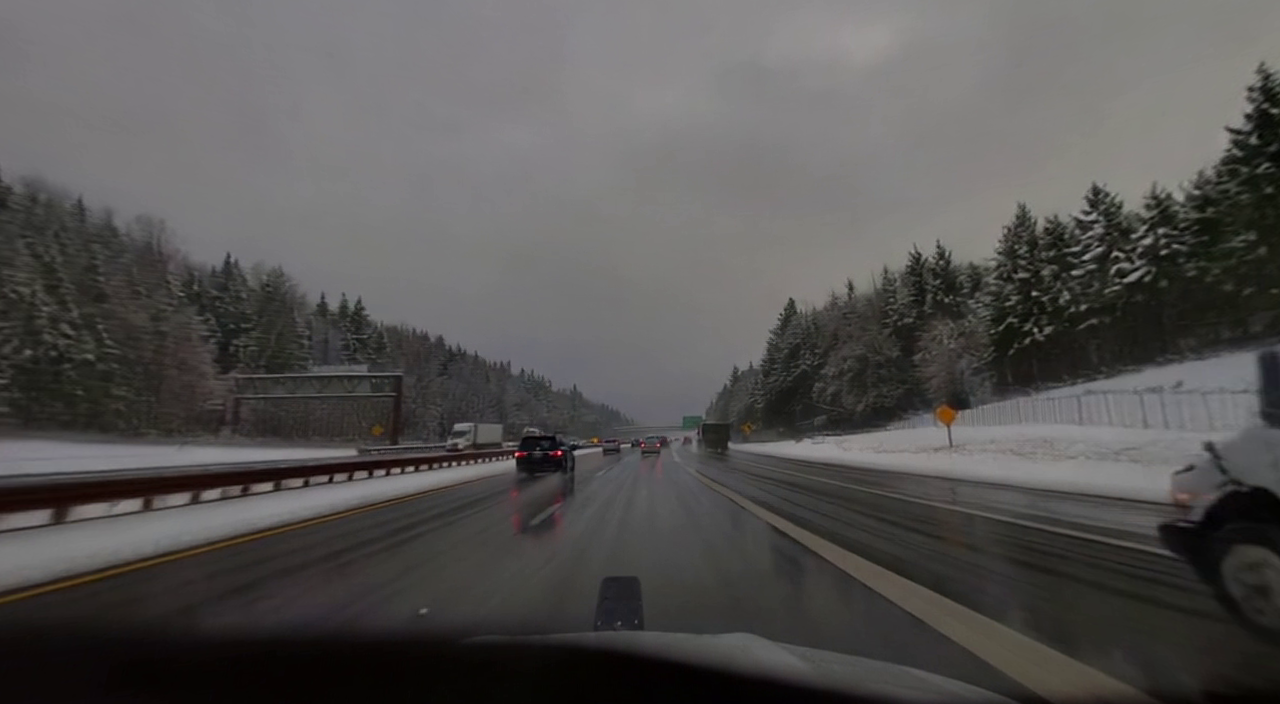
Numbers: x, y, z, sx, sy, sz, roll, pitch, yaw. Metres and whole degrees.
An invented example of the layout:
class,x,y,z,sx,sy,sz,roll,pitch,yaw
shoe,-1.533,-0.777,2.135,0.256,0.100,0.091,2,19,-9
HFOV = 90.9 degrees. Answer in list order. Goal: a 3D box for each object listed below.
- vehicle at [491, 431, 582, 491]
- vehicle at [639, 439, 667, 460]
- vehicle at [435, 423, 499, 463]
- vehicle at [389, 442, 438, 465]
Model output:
class,x,y,z,sx,sy,sz,roll,pitch,yaw
vehicle,-2.995,3.231,19.165,2.137,1.618,4.209,0,-8,-1
vehicle,0.941,7.119,46.426,2.004,1.465,3.842,0,-8,0
vehicle,-11.370,6.044,42.082,2.357,2.442,6.242,0,-8,2
vehicle,-15.415,6.919,43.064,1.806,1.435,3.662,0,-8,2
